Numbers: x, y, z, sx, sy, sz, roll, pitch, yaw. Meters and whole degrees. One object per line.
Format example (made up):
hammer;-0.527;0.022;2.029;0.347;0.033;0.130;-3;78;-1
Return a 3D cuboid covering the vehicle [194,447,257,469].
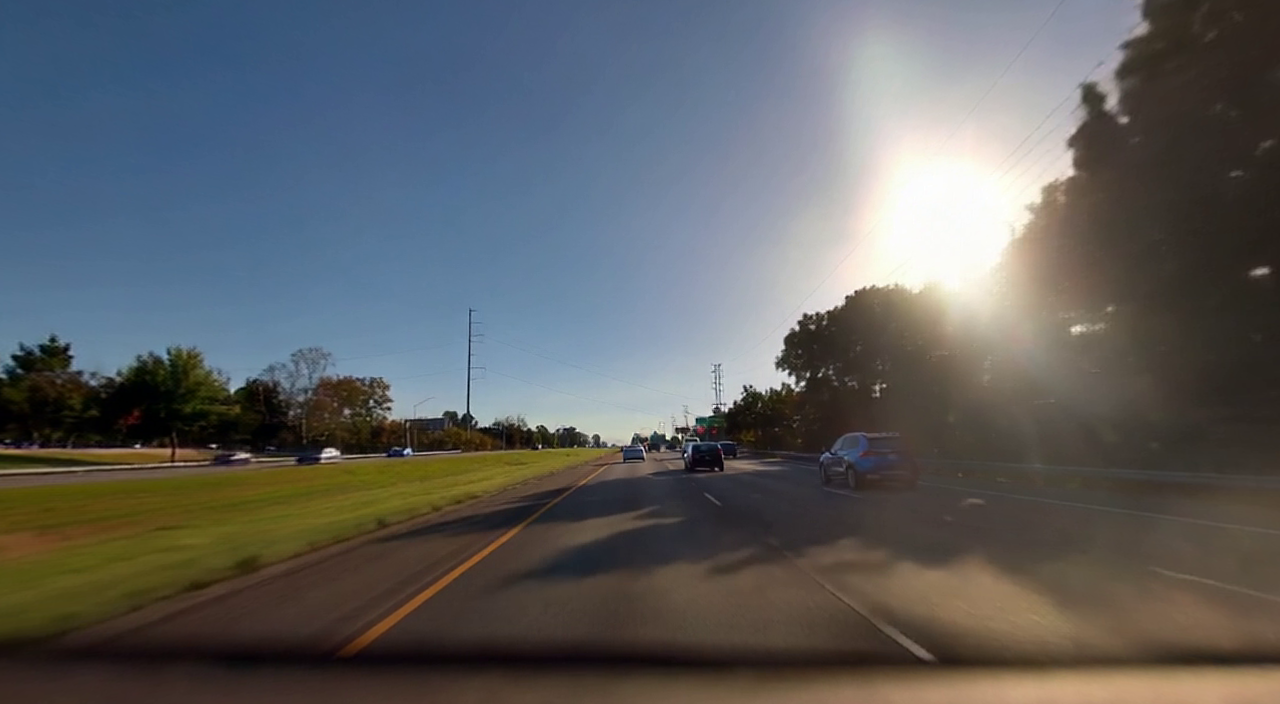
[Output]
vehicle;-32.394;8.302;49.520;1.853;1.601;4.465;0;-8;0

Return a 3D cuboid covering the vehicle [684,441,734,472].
vehicle;3.498;5.371;32.766;1.978;1.488;4.252;0;-8;-1

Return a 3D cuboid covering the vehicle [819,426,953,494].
vehicle;7.283;3.245;19.363;2.114;1.800;4.779;0;-8;-1

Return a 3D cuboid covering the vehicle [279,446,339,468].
vehicle;-24.898;7.900;47.701;1.966;1.487;4.820;0;-8;0

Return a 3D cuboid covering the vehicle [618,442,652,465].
vehicle;-0.297;6.576;41.069;2.085;1.449;3.860;0;-8;0
